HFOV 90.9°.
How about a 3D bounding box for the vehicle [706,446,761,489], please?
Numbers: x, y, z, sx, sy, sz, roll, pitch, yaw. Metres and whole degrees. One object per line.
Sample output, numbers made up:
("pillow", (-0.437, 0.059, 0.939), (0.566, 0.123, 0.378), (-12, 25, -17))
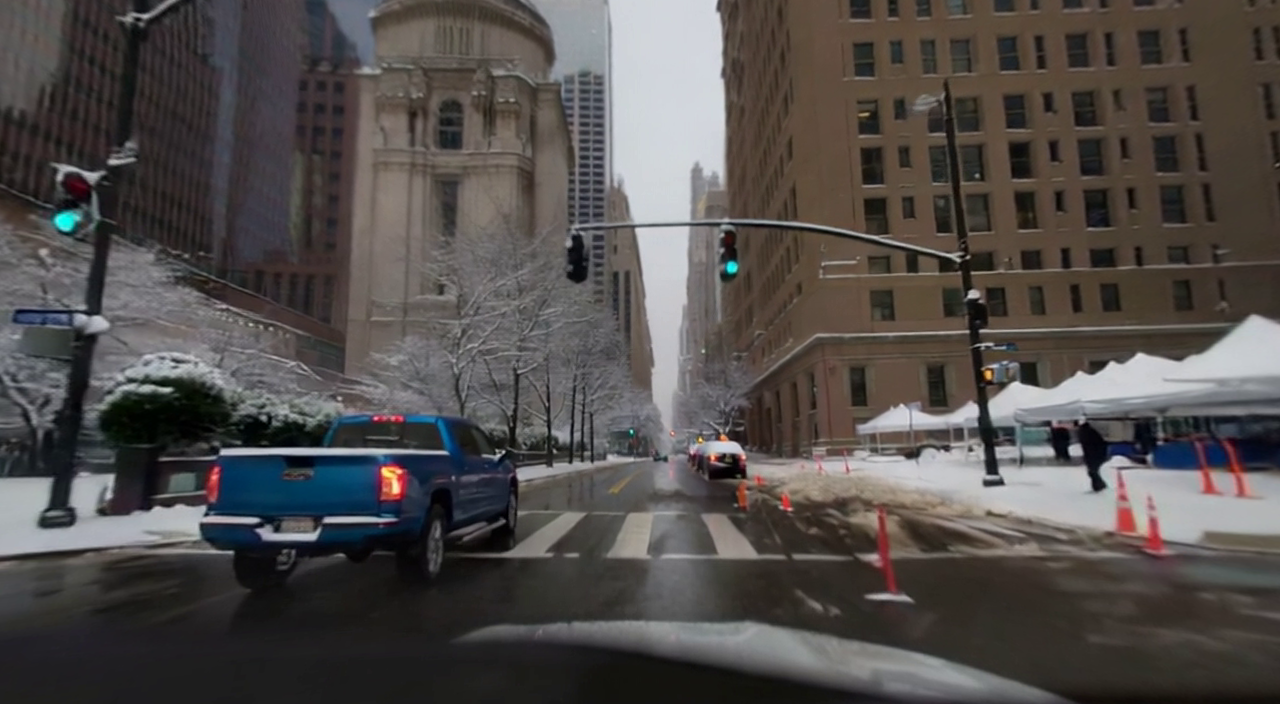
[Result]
("vehicle", (3.826, 4.709, 26.088), (2.023, 1.607, 4.225), (-2, -9, 7))

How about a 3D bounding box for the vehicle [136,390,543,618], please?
("vehicle", (-3.066, 1.756, 8.382), (2.452, 1.954, 5.653), (-1, -9, 2))
